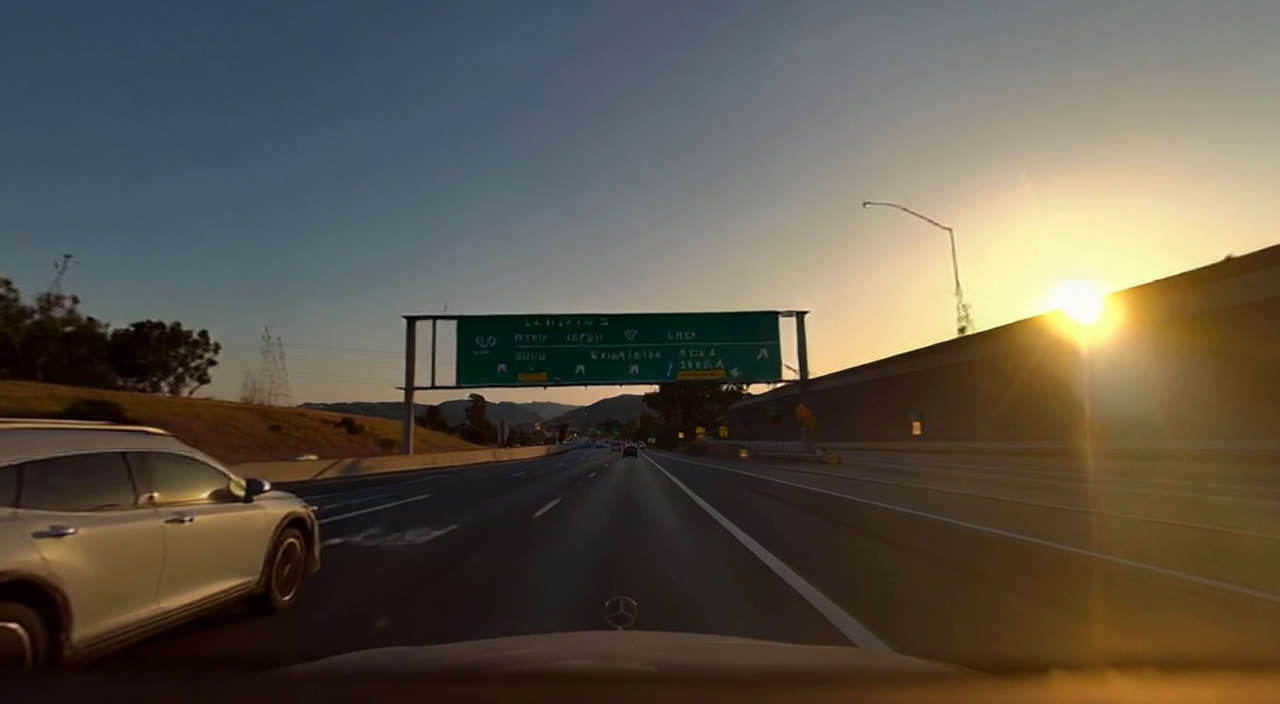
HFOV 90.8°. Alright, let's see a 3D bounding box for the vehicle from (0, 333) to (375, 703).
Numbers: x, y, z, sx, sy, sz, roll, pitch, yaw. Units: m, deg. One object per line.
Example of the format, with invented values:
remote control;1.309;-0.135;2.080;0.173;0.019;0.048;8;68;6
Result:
vehicle;-3.385;0.947;3.267;2.178;1.699;4.321;0;-8;-1
